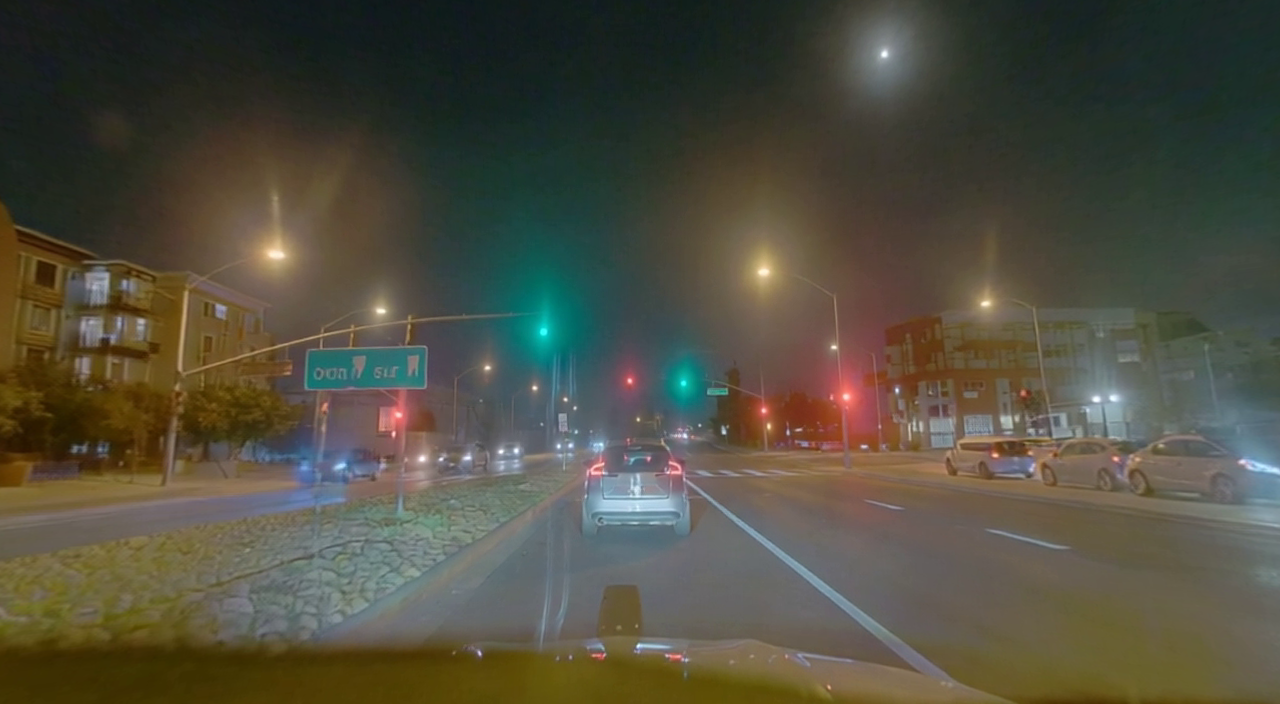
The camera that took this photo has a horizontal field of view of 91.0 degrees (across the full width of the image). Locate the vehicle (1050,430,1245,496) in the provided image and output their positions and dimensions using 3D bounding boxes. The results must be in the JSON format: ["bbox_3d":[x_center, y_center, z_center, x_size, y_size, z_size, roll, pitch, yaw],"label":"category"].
[{"bbox_3d":[13.084,2.885,16.623,1.859,1.525,3.948,0,-9,1],"label":"vehicle"}]

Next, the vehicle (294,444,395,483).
[{"bbox_3d":[-12.295,4.643,26.568,2.125,1.495,4.308,0,-9,1],"label":"vehicle"}]

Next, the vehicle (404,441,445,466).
[{"bbox_3d":[-16.043,7.610,47.080,1.936,1.733,4.087,0,-9,-5],"label":"vehicle"}]

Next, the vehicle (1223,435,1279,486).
[{"bbox_3d":[20.148,3.459,20.265,1.858,1.478,3.708,-8,-12,42],"label":"vehicle"}]

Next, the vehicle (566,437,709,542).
[{"bbox_3d":[-0.139,2.246,10.942,2.010,1.447,4.121,0,-9,-3],"label":"vehicle"}]

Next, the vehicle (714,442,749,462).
[{"bbox_3d":[6.952,7.611,48.195,1.932,1.439,4.159,0,-9,-2],"label":"vehicle"}]

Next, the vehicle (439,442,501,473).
[{"bbox_3d":[-8.767,5.481,32.836,1.994,1.474,4.411,0,-9,0],"label":"vehicle"}]

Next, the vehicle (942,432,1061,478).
[{"bbox_3d":[13.069,3.741,23.063,1.887,1.504,3.898,0,-9,-2],"label":"vehicle"}]
